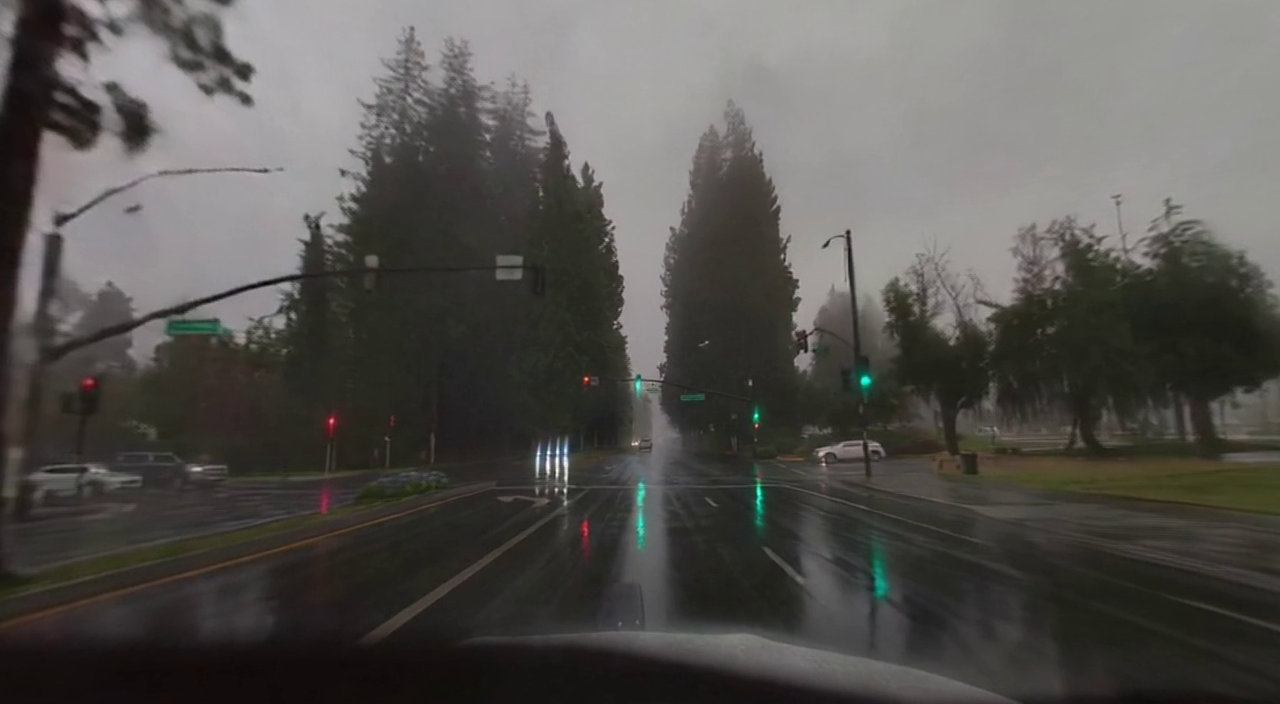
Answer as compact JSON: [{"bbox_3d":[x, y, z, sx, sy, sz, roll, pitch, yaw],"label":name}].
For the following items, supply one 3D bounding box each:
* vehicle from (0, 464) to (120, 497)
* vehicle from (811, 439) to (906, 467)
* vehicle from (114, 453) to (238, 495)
[{"bbox_3d":[-28.461,6.268,30.895,4.505,1.460,1.929,-1,-9,6],"label":"vehicle"},{"bbox_3d":[12.373,5.747,36.037,4.611,1.505,2.029,0,-9,-1],"label":"vehicle"},{"bbox_3d":[-22.130,5.797,30.234,4.445,1.805,1.944,-1,-8,2],"label":"vehicle"}]
